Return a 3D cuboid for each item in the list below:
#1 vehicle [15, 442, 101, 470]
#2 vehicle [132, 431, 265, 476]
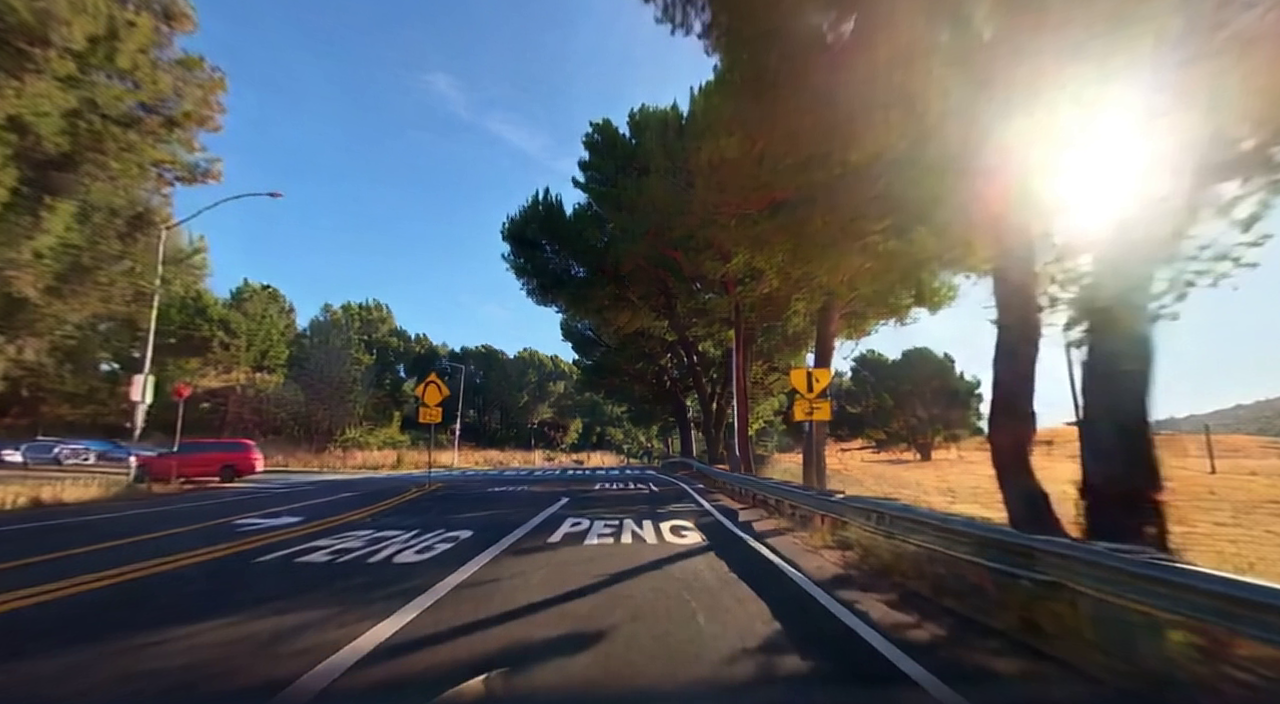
[{"bbox_3d":[-33.473,5.960,36.304,1.601,1.494,3.449,-1,-9,1],"label":"vehicle"},{"bbox_3d":[-20.562,4.741,29.517,4.529,1.976,2.002,1,-9,-8],"label":"vehicle"}]
